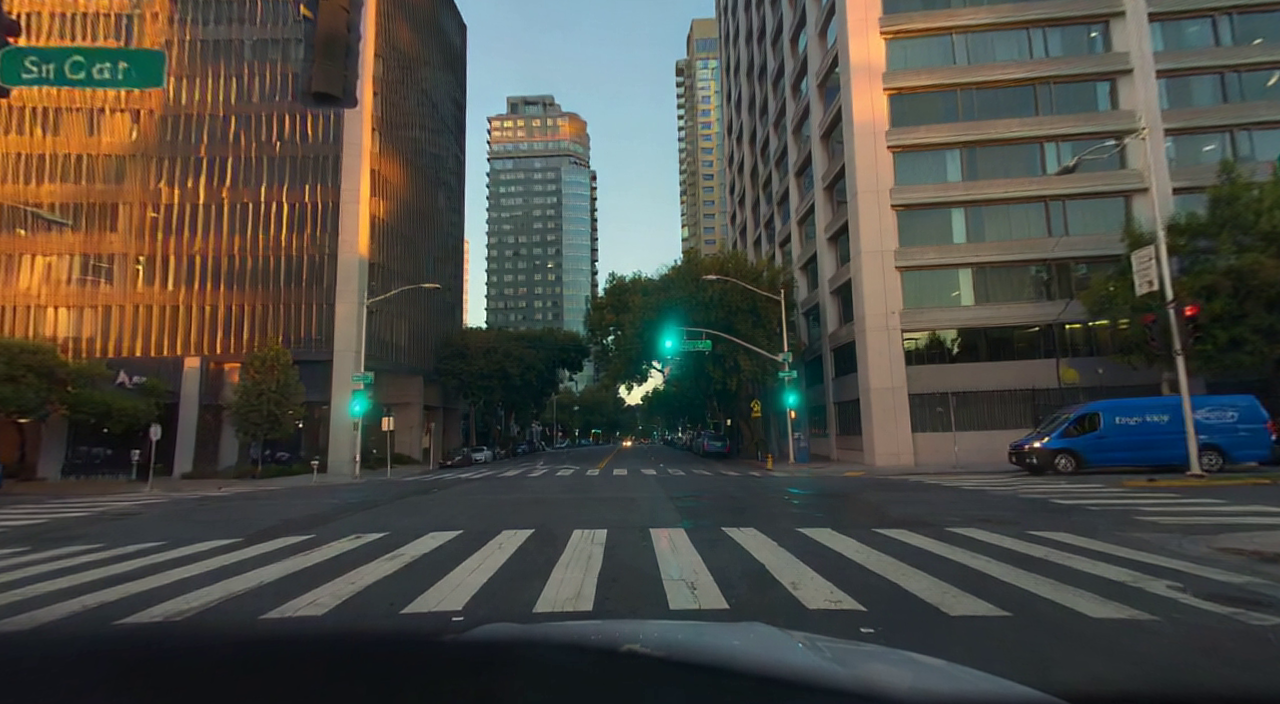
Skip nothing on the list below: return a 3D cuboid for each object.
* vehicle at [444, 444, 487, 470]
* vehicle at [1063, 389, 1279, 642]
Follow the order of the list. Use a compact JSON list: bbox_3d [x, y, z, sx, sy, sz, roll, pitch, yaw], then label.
[{"bbox_3d":[-12.471,7.502,45.371,1.935,1.639,4.244,-3,-8,-2],"label":"vehicle"},{"bbox_3d":[5.664,1.134,4.287,2.070,1.804,4.881,0,-8,-2],"label":"vehicle"}]
